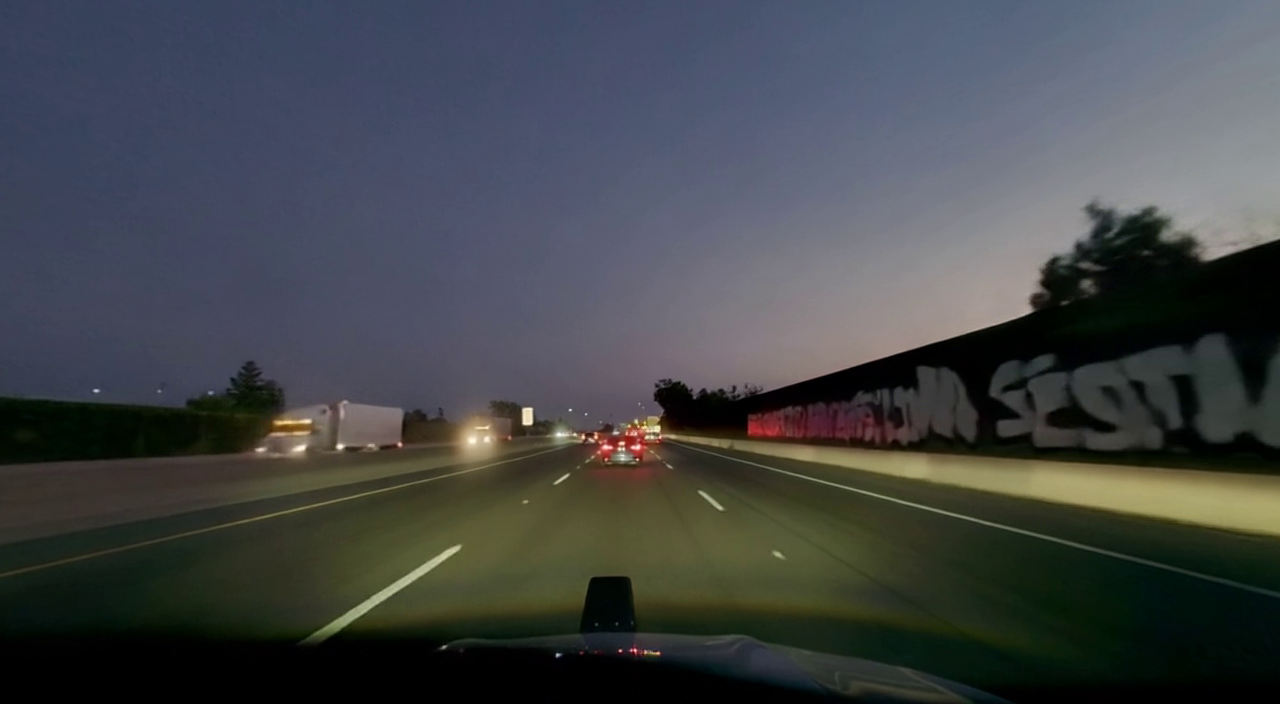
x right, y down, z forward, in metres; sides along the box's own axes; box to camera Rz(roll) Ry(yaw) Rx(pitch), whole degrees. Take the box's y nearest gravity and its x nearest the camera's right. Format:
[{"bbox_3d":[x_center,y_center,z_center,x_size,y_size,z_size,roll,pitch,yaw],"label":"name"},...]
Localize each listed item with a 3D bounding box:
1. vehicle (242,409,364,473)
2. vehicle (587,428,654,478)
[{"bbox_3d":[-15.542,4.173,29.715,2.212,2.610,6.936,0,-8,-3],"label":"vehicle"},{"bbox_3d":[-0.620,3.303,20.929,2.044,1.477,3.693,0,-8,-1],"label":"vehicle"}]
